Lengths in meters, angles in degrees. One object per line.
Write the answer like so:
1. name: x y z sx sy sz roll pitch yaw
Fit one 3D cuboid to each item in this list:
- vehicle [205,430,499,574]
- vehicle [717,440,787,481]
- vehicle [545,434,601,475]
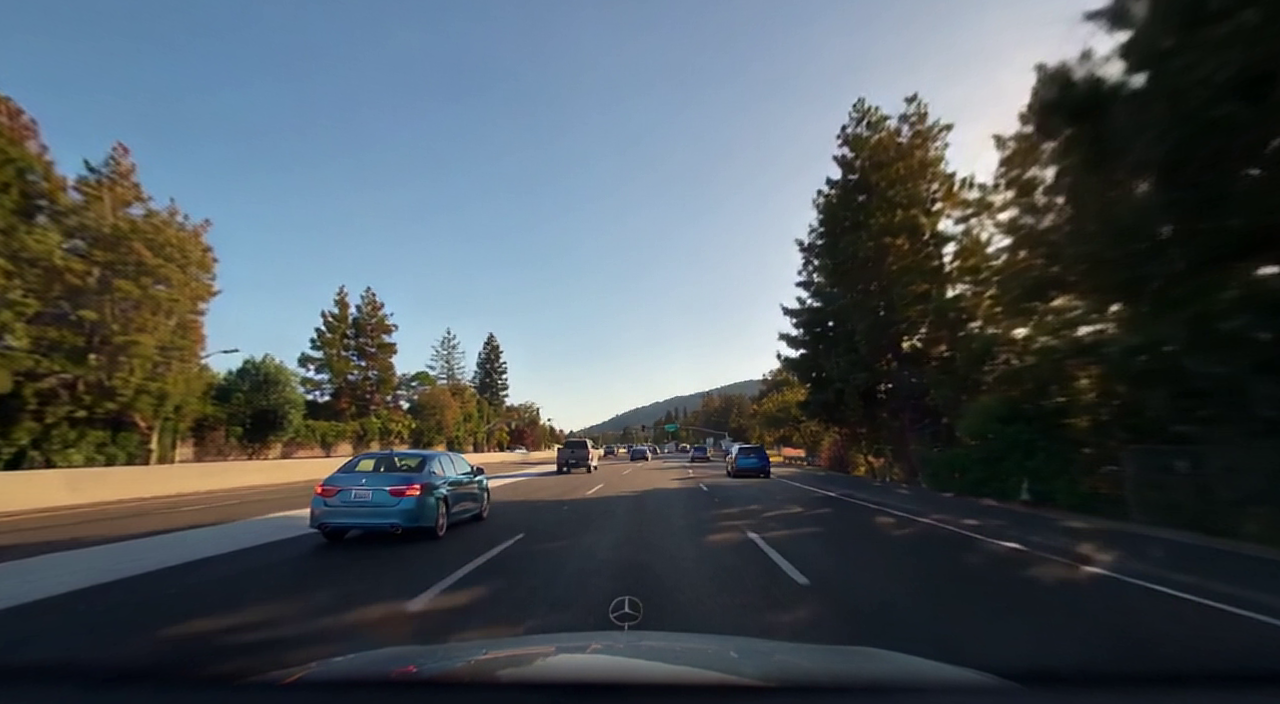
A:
1. vehicle: -3.512 1.892 8.846 1.948 1.475 4.461 0 -8 1
2. vehicle: 4.377 4.313 25.327 2.100 1.472 4.533 0 -8 1
3. vehicle: -3.163 4.972 30.783 2.122 1.847 4.696 0 -8 1
